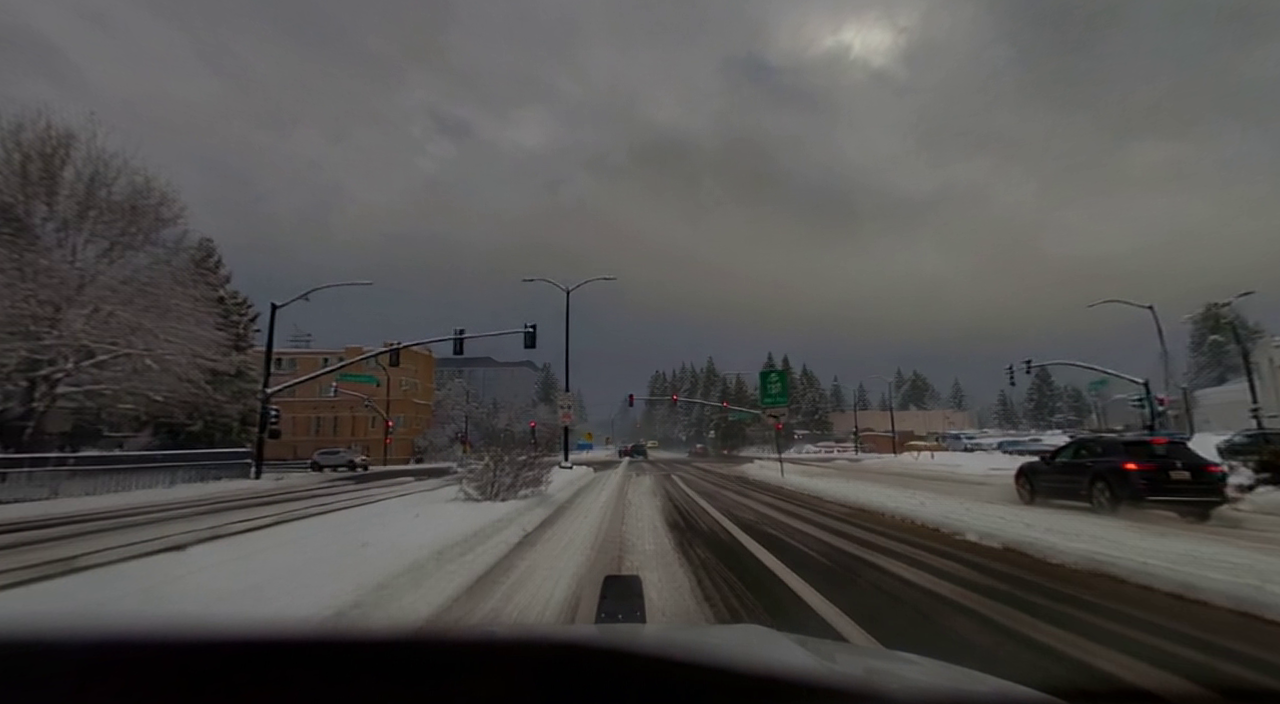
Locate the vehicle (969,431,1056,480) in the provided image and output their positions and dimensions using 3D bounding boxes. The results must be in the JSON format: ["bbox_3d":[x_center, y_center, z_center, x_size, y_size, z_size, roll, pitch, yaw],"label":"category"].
[{"bbox_3d":[15.332,4.252,26.272,1.951,1.843,4.335,-2,-9,16],"label":"vehicle"}]

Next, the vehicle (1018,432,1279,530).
[{"bbox_3d":[9.618,2.331,12.088,1.933,1.500,4.458,0,-8,-1],"label":"vehicle"}]
